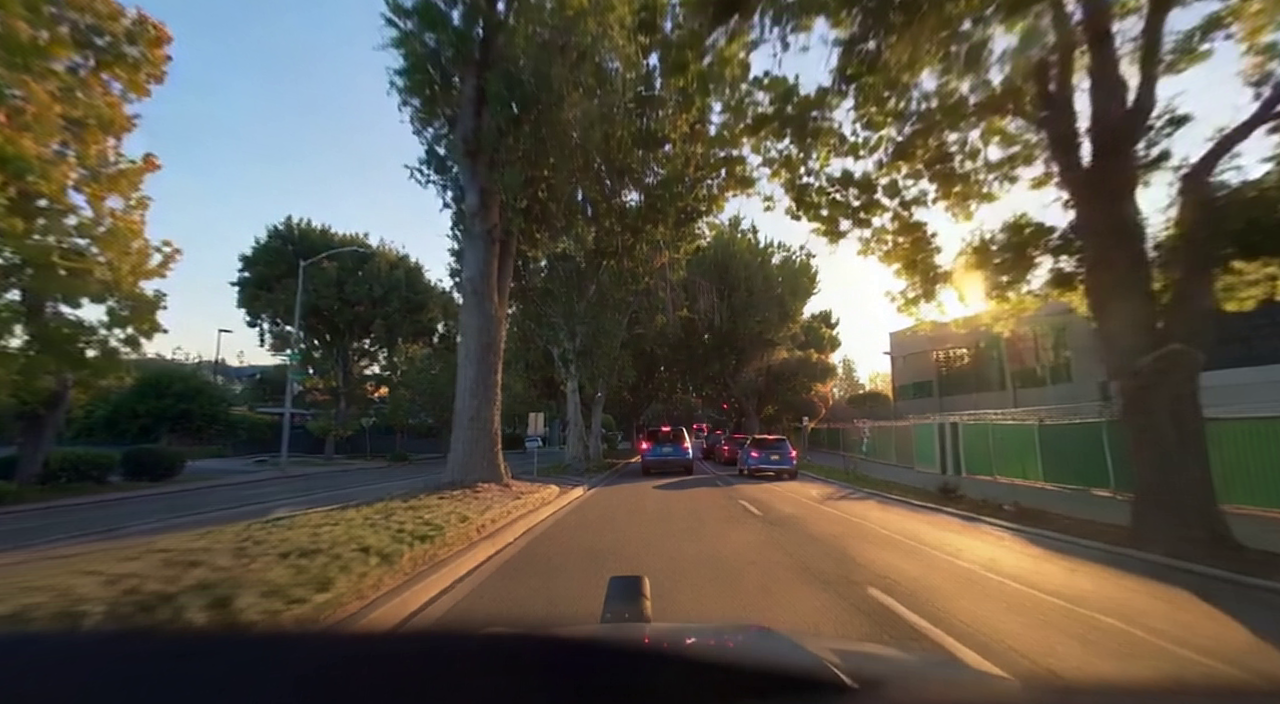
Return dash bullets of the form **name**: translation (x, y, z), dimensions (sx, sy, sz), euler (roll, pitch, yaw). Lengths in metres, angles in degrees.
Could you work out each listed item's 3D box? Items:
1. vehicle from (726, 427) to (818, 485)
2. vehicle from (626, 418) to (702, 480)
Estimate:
- **vehicle**: translation (4.306, 3.482, 21.427), dimensions (2.138, 1.699, 4.852), euler (-1, -8, 1)
- **vehicle**: translation (0.857, 3.395, 22.279), dimensions (2.386, 1.947, 4.168), euler (-1, -8, 3)
